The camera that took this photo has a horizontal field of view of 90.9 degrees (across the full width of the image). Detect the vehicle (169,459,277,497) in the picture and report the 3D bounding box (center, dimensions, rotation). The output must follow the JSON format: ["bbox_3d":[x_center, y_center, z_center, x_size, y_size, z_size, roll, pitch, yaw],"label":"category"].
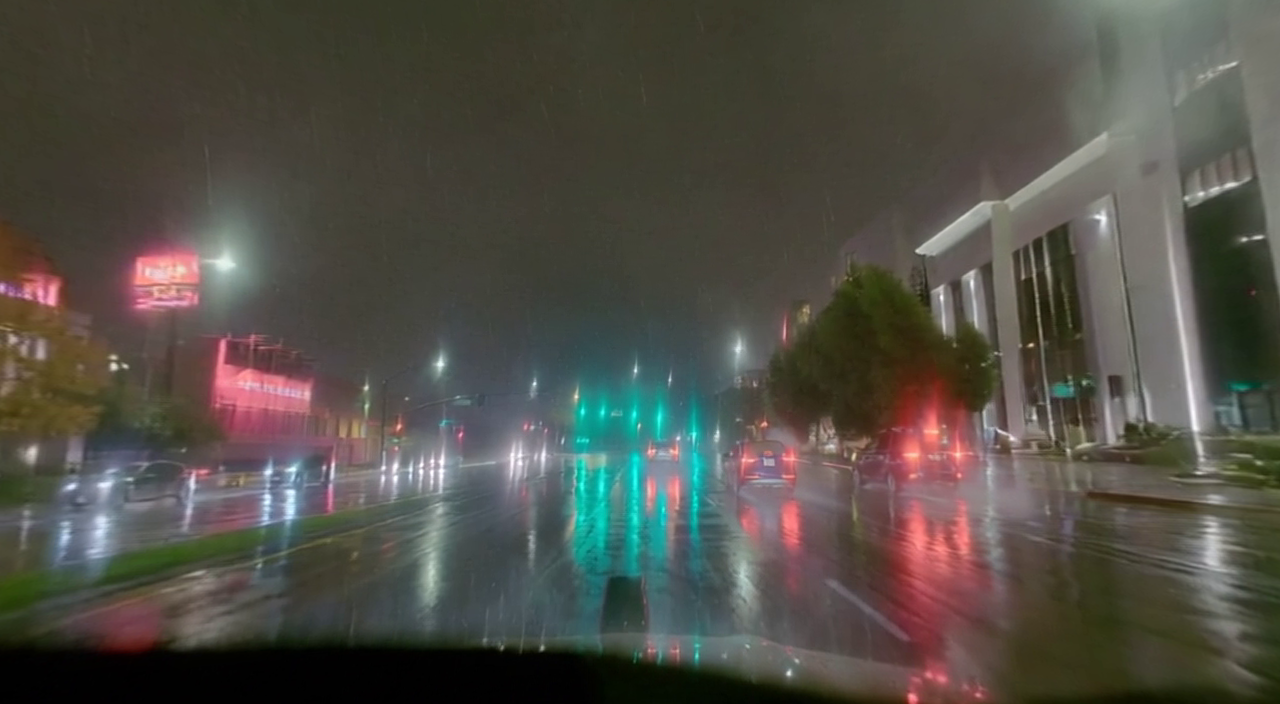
[{"bbox_3d":[-18.167,5.486,27.734,1.716,1.412,4.335,0,-8,1],"label":"vehicle"}]

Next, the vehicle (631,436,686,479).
[{"bbox_3d":[0.709,4.390,26.443,2.125,1.669,3.880,0,-8,0],"label":"vehicle"}]

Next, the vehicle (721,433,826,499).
[{"bbox_3d":[3.582,3.150,17.866,1.931,1.591,4.708,0,-8,0],"label":"vehicle"}]

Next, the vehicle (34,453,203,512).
[{"bbox_3d":[-18.075,4.489,22.225,1.954,1.779,4.635,0,-8,0],"label":"vehicle"}]

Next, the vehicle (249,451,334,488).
[{"bbox_3d":[-18.004,6.062,32.840,1.847,1.730,4.530,0,-8,0],"label":"vehicle"}]

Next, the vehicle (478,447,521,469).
[{"bbox_3d":[-10.261,7.788,46.389,1.941,1.477,4.482,-1,-8,2],"label":"vehicle"}]

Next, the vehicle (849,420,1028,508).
[{"bbox_3d":[6.881,2.630,15.248,1.963,1.783,4.722,0,-8,-1],"label":"vehicle"}]
